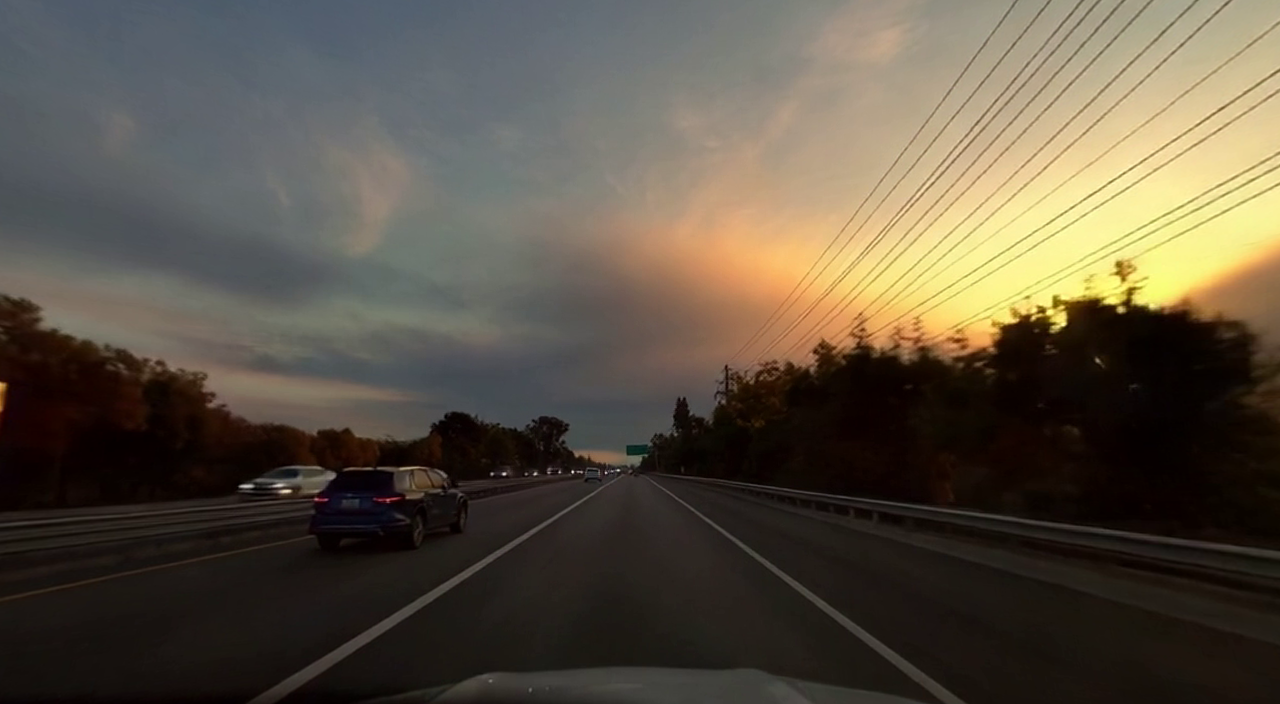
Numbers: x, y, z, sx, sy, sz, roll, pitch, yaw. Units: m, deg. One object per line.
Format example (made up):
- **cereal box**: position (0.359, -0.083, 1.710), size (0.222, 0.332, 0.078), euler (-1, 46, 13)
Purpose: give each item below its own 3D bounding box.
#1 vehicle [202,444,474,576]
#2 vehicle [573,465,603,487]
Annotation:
- **vehicle**: position (-4.110, 2.250, 9.569), size (1.963, 1.501, 4.227), euler (1, -10, 1)
- **vehicle**: position (-3.697, 8.944, 45.576), size (1.884, 1.486, 3.934), euler (1, -11, -1)
